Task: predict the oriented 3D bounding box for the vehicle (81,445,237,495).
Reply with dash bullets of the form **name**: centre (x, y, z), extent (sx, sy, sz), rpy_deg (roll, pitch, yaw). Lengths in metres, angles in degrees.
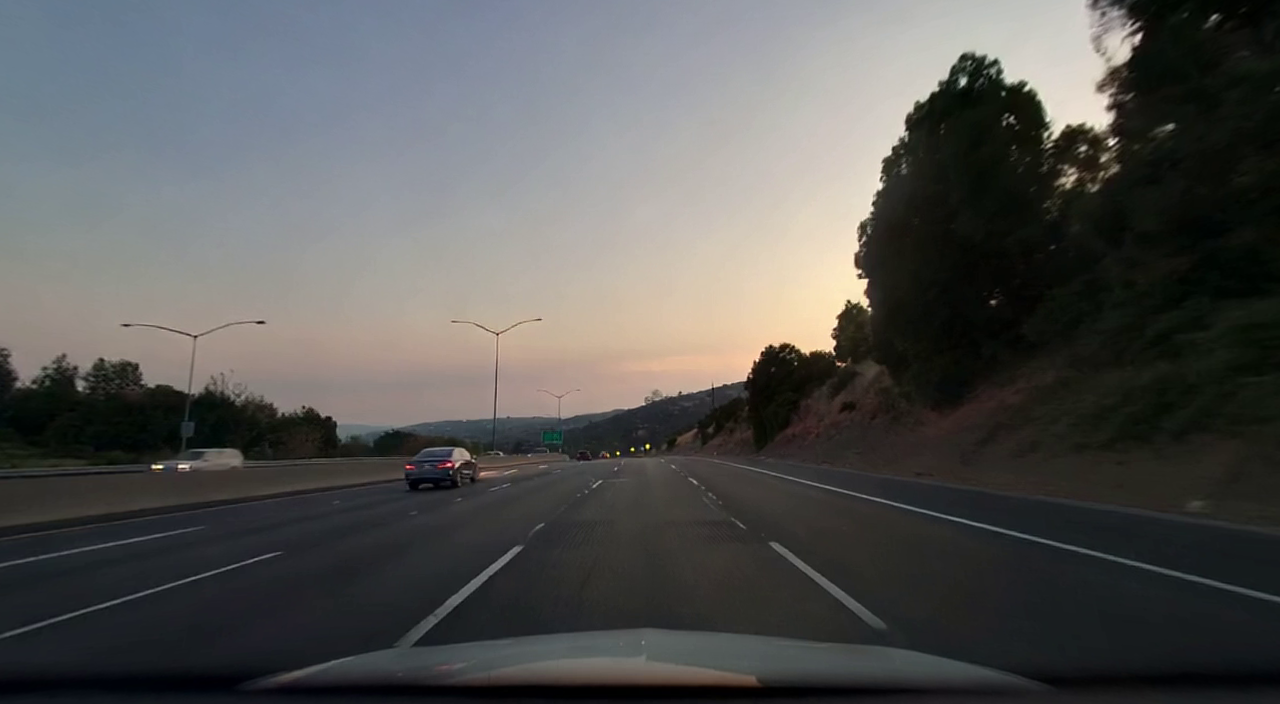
- **vehicle**: centre (-20.902, 5.117, 27.902), extent (2.220, 1.938, 5.886), rpy_deg (0, -8, 1)
